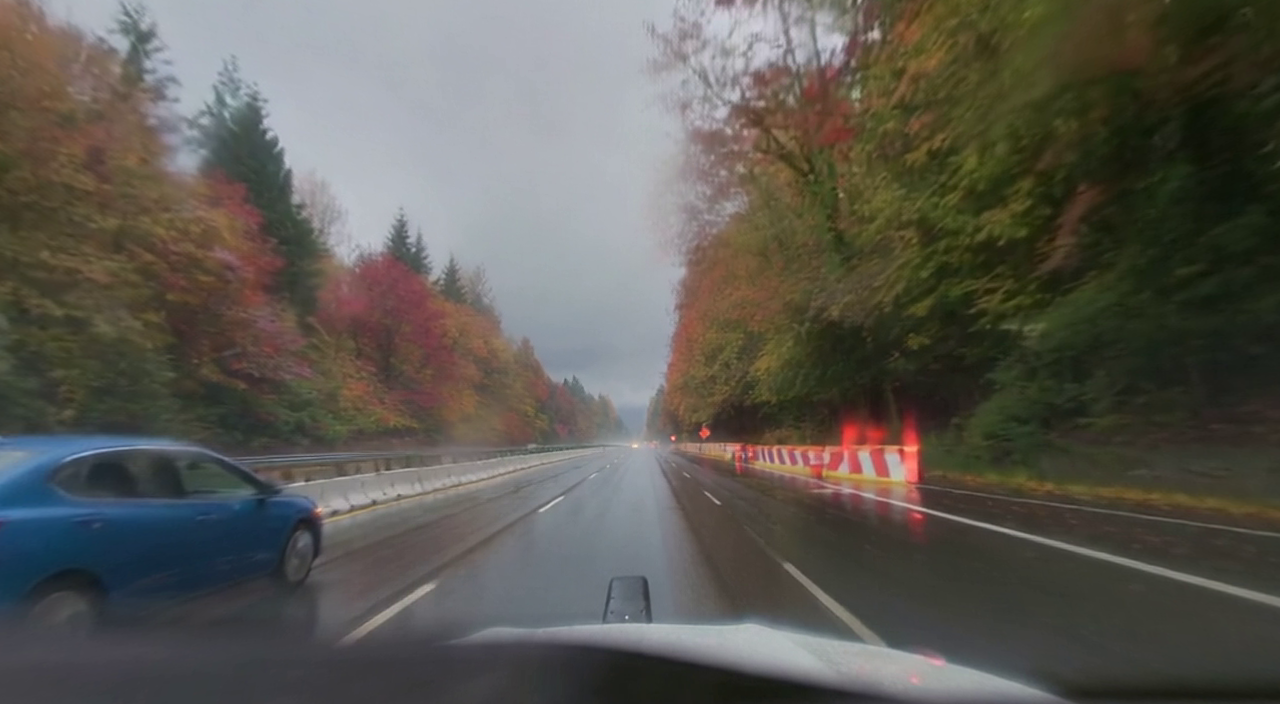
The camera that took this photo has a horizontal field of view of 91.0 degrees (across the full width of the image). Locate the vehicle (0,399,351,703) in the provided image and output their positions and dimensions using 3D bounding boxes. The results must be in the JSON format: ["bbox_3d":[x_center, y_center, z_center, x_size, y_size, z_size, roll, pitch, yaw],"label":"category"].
[{"bbox_3d":[-3.846,1.157,4.112,1.902,1.505,4.016,0,-8,1],"label":"vehicle"}]
